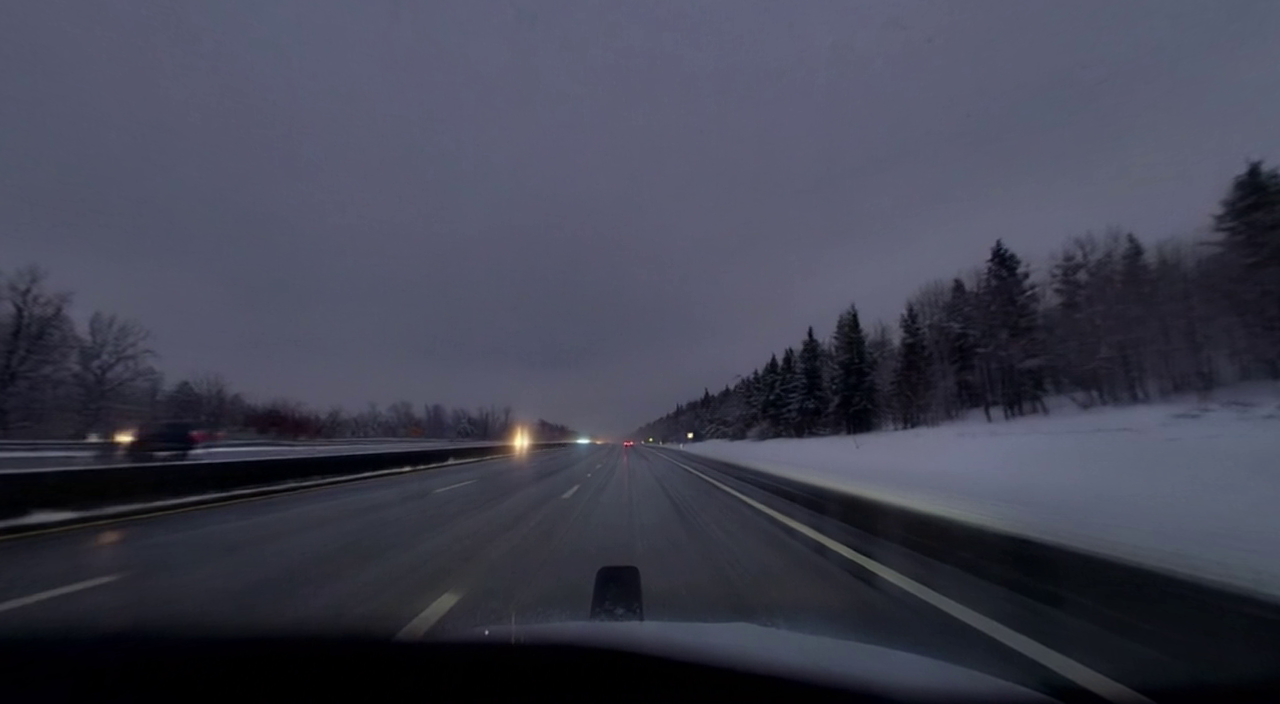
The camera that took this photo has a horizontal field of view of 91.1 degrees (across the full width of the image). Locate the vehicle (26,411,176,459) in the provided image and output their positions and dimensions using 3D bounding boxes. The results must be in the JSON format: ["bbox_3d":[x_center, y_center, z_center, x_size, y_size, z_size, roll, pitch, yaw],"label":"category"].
[{"bbox_3d":[-23.329,3.662,27.519,2.145,1.863,5.005,0,-8,-1],"label":"vehicle"}]
